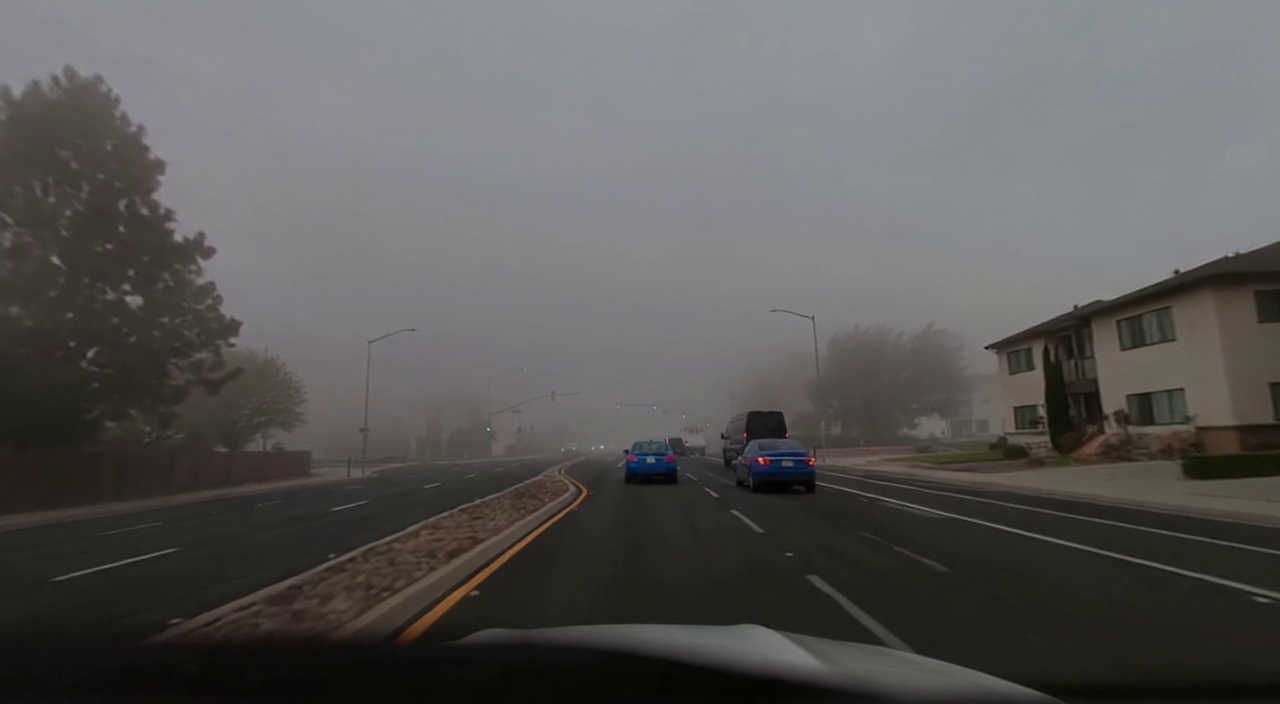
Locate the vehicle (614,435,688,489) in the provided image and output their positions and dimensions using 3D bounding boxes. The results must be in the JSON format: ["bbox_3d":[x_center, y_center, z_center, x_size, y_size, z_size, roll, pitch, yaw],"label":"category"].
[{"bbox_3d":[0.306,3.432,20.029,2.093,1.497,4.010,0,-9,0],"label":"vehicle"}]

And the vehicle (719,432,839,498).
[{"bbox_3d":[3.552,2.987,17.110,2.161,1.519,4.568,0,-9,-1],"label":"vehicle"}]
